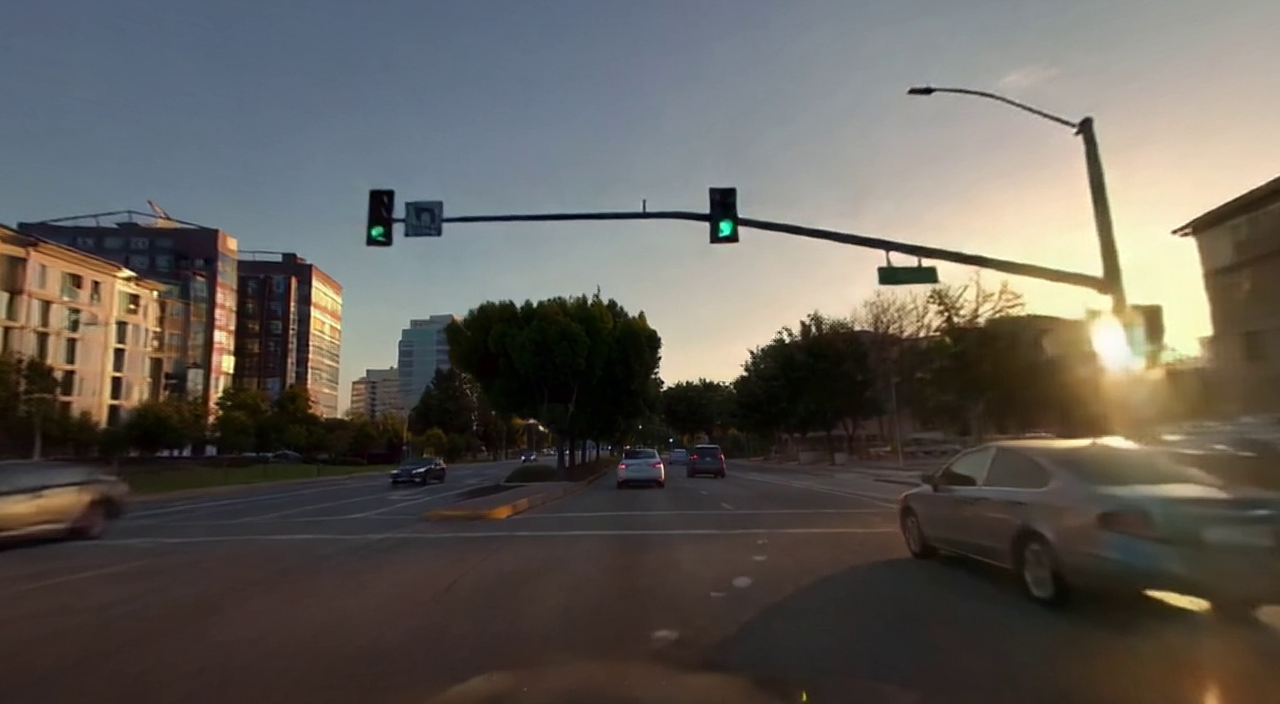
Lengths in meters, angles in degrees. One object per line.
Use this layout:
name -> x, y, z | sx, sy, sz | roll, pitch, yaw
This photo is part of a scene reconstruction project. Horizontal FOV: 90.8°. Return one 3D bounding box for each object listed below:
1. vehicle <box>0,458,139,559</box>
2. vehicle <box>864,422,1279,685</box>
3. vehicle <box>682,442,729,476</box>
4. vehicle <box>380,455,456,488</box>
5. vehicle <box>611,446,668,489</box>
vehicle -> -10.900, 2.535, 10.284 | 1.808, 1.512, 4.447 | 0, -8, 0
vehicle -> 3.922, 1.473, 5.861 | 2.049, 1.473, 4.425 | 0, -8, 0
vehicle -> 3.592, 5.969, 35.585 | 2.107, 1.773, 4.557 | 0, -8, -1
vehicle -> -10.913, 5.873, 31.390 | 2.043, 1.456, 4.627 | 0, -8, 1
vehicle -> -0.004, 4.408, 24.502 | 2.034, 1.500, 3.966 | 0, -8, 0
